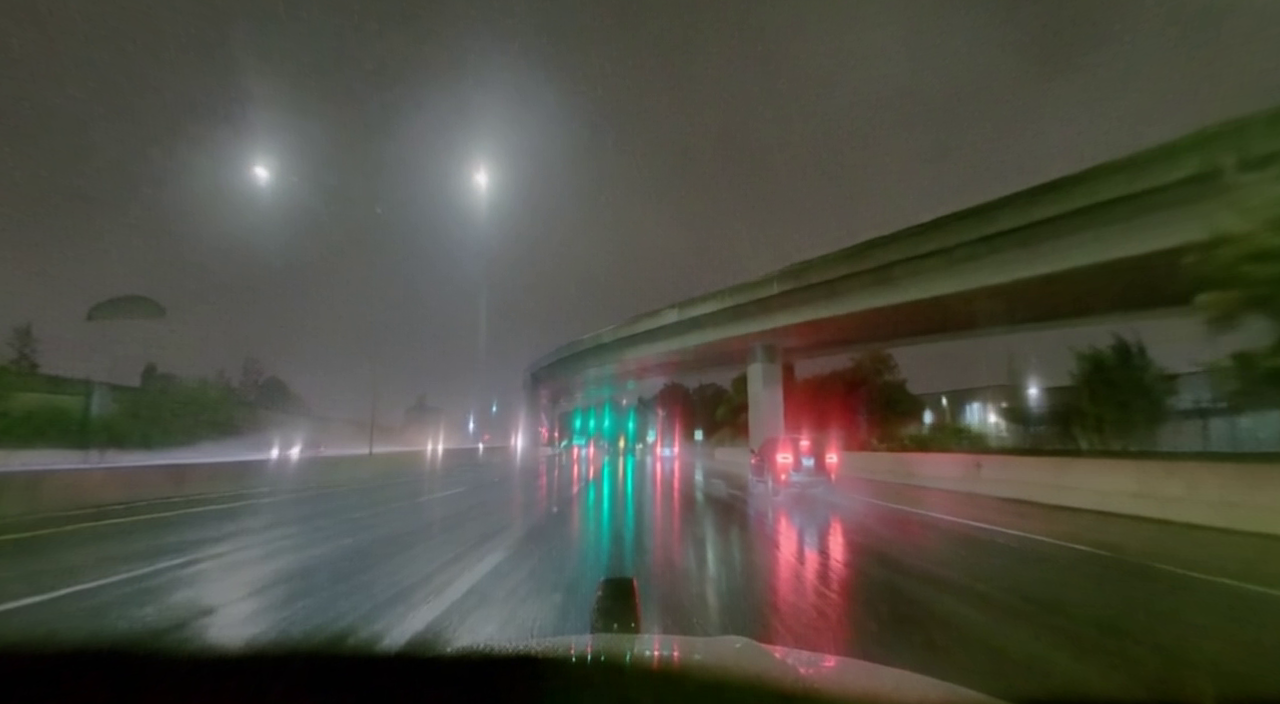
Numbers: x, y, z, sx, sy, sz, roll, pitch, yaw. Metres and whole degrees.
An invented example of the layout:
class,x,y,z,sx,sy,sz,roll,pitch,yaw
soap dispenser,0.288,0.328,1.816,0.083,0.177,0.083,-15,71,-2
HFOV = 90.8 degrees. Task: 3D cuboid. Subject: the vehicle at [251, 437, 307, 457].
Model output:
class,x,y,z,sx,sy,sz,roll,pitch,yaw
vehicle,-28.218,7.421,49.546,1.964,1.491,4.723,1,-8,-6
